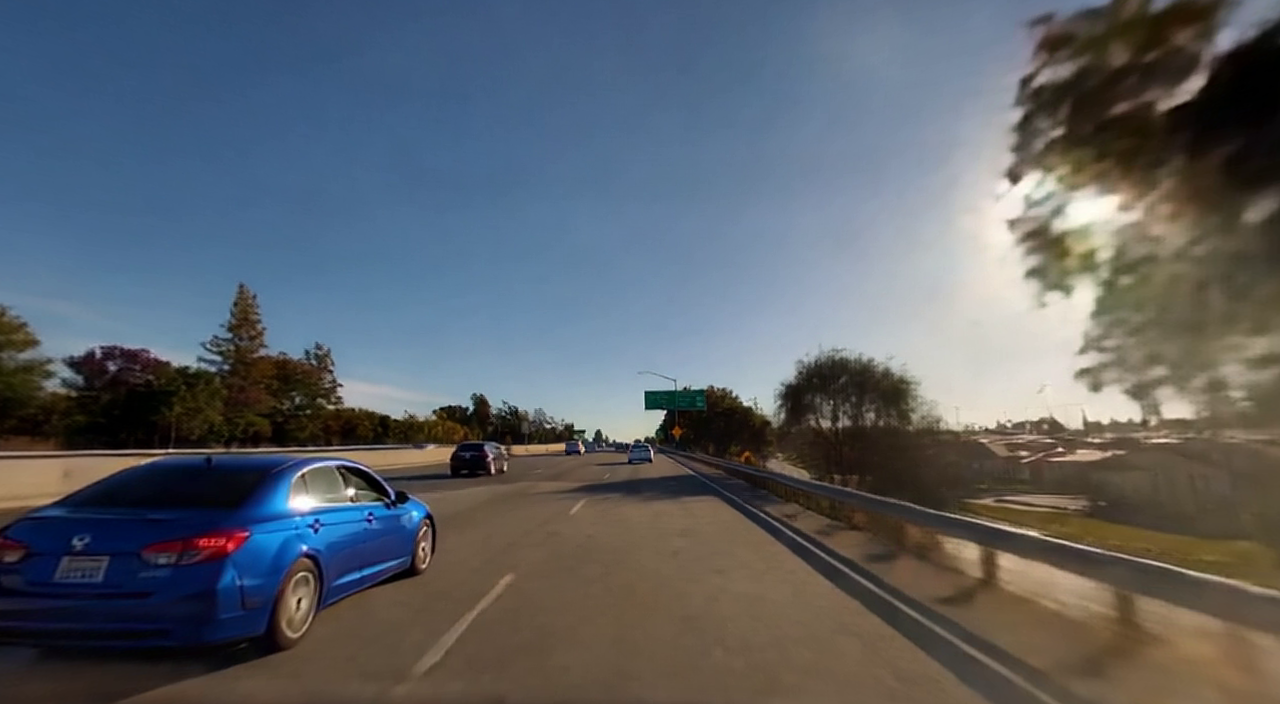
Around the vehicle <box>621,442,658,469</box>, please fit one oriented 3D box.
[{"bbox_3d":[-0.054,5.940,36.320,2.051,1.443,3.770,0,-8,-1],"label":"vehicle"}]

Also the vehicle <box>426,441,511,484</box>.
[{"bbox_3d":[-6.522,4.225,24.561,2.075,1.528,4.327,0,-8,0],"label":"vehicle"}]
